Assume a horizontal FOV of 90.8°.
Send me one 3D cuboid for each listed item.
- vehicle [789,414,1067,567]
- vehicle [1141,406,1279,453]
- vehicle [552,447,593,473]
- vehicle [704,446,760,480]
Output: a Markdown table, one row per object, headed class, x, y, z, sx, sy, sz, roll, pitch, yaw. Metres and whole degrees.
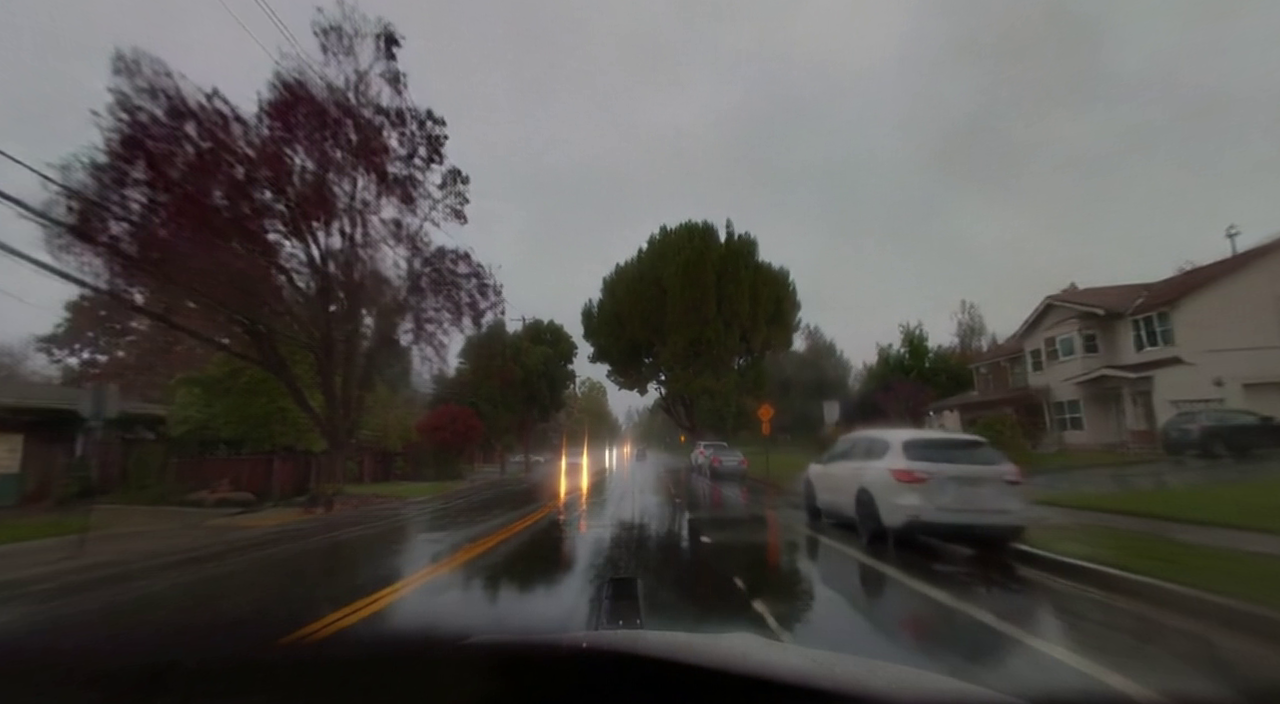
| class | x | y | z | sx | sy | sz | roll | pitch | yaw |
| --- | --- | --- | --- | --- | --- | --- | --- | --- | --- |
| vehicle | 3.863 | 1.951 | 9.745 | 2.087 | 1.725 | 4.986 | 0 | -9 | 2 |
| vehicle | 22.038 | 2.935 | 23.759 | 4.799 | 1.678 | 2.002 | 1 | -9 | -5 |
| vehicle | -4.113 | 6.640 | 39.157 | 1.960 | 1.521 | 4.397 | 0 | -9 | 1 |
| vehicle | 4.086 | 5.005 | 28.819 | 1.874 | 1.415 | 4.683 | 0 | -9 | 0 |
